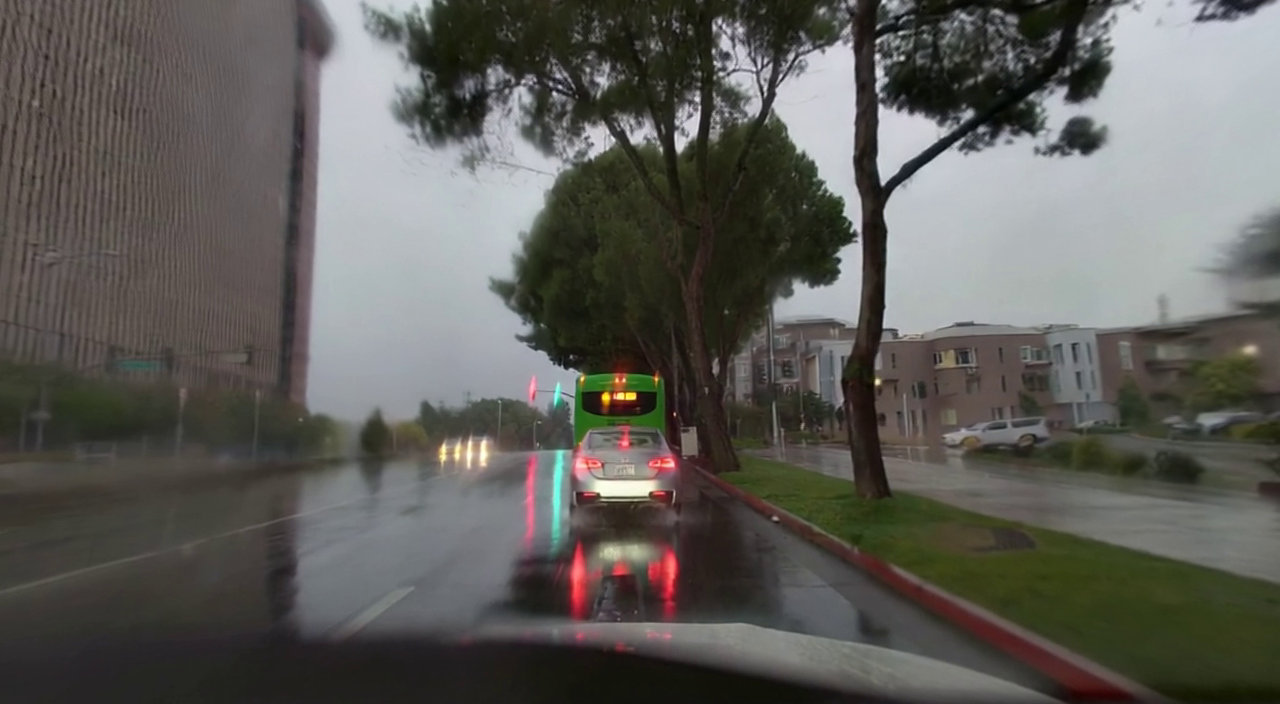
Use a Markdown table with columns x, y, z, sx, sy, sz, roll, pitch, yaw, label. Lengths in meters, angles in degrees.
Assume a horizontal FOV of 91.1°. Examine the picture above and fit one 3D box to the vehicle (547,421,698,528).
| x | y | z | sx | sy | sz | roll | pitch | yaw | label |
| --- | --- | --- | --- | --- | --- | --- | --- | --- | --- |
| -0.280 | 1.947 | 10.669 | 2.064 | 1.452 | 3.942 | 0 | -8 | -1 | vehicle |
